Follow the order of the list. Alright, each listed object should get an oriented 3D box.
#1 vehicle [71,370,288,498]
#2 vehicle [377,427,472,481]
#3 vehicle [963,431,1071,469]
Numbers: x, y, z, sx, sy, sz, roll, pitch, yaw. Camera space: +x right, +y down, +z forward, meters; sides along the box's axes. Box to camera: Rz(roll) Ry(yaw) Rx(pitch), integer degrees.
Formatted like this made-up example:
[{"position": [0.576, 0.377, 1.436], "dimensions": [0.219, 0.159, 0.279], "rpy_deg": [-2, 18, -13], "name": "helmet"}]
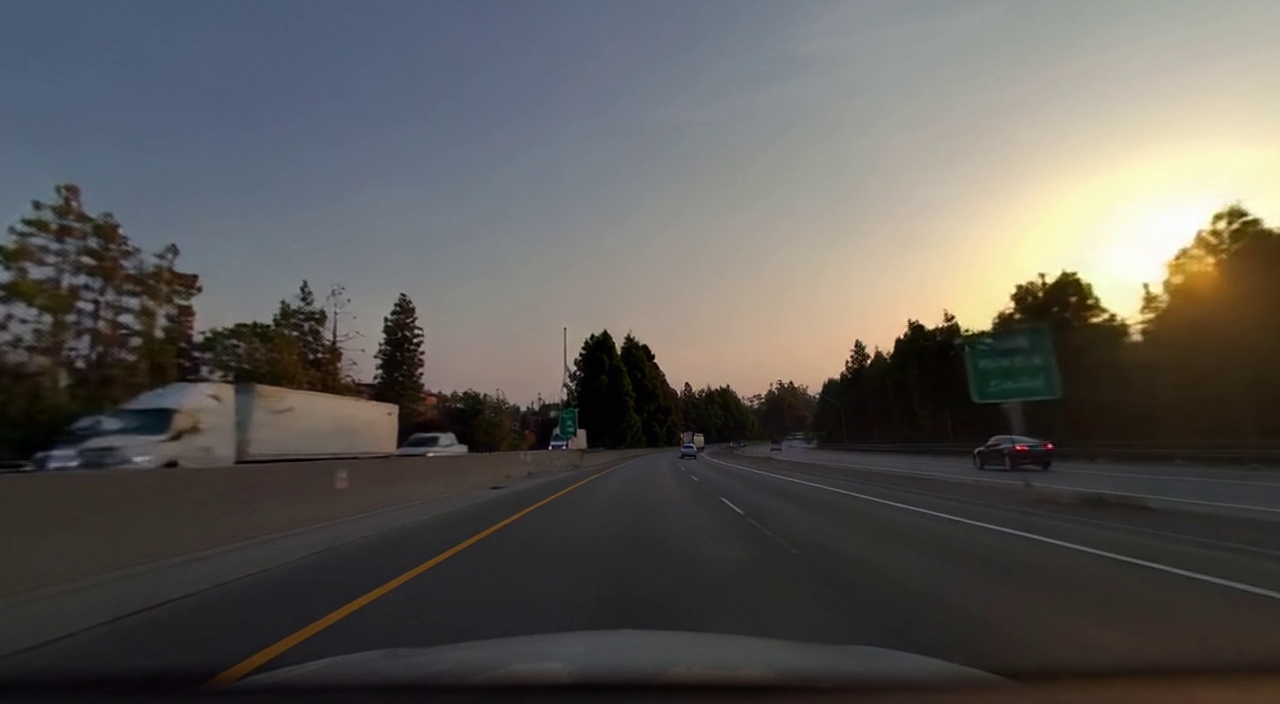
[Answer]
[{"position": [-16.052, 3.001, 22.690], "dimensions": [3.020, 3.974, 5.799], "rpy_deg": [-1, -9, 3], "name": "vehicle"}, {"position": [-10.956, 5.270, 32.756], "dimensions": [2.432, 2.513, 6.181], "rpy_deg": [-1, -9, 3], "name": "vehicle"}, {"position": [18.770, 4.922, 31.628], "dimensions": [2.061, 1.776, 4.476], "rpy_deg": [2, -9, -11], "name": "vehicle"}]
